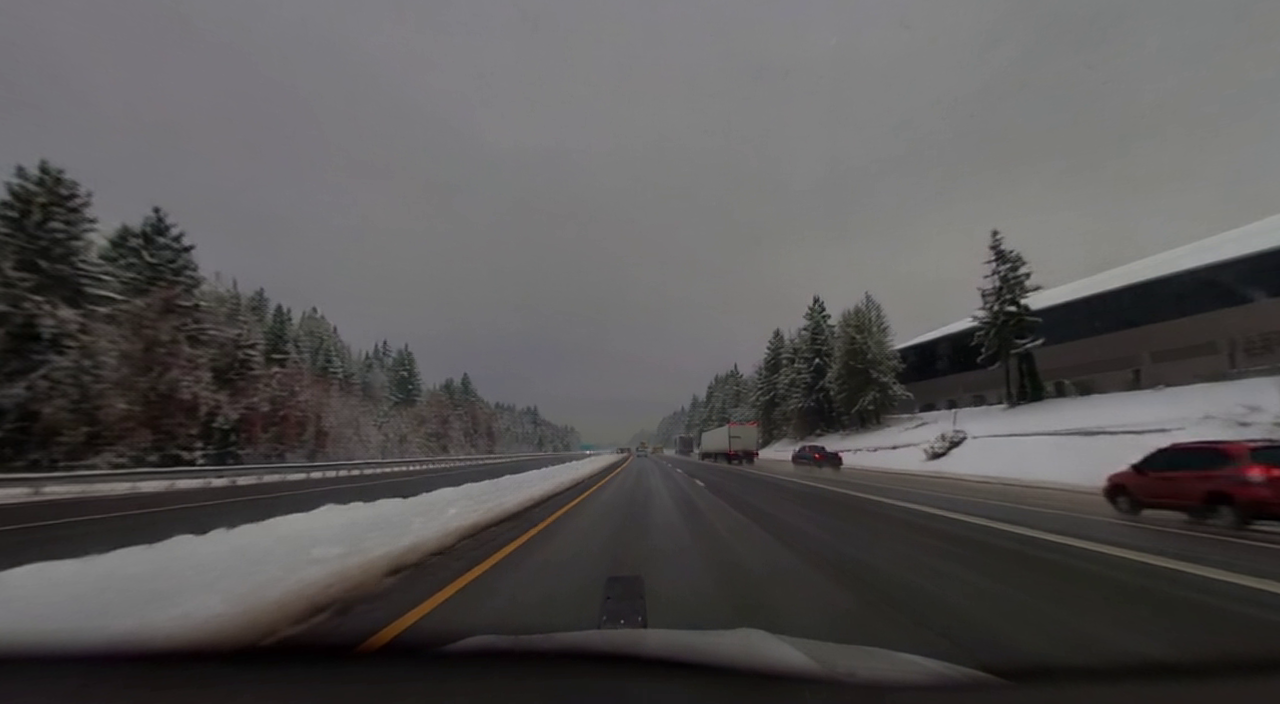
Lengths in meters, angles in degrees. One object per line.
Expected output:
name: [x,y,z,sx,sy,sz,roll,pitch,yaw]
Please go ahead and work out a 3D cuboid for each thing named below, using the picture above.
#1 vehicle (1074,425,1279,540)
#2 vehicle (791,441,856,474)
vehicle: [10.338,2.154,10.864,2.127,1.646,4.926,0,-9,-1]
vehicle: [10.278,5.954,35.706,2.129,1.735,4.880,0,-9,-1]
